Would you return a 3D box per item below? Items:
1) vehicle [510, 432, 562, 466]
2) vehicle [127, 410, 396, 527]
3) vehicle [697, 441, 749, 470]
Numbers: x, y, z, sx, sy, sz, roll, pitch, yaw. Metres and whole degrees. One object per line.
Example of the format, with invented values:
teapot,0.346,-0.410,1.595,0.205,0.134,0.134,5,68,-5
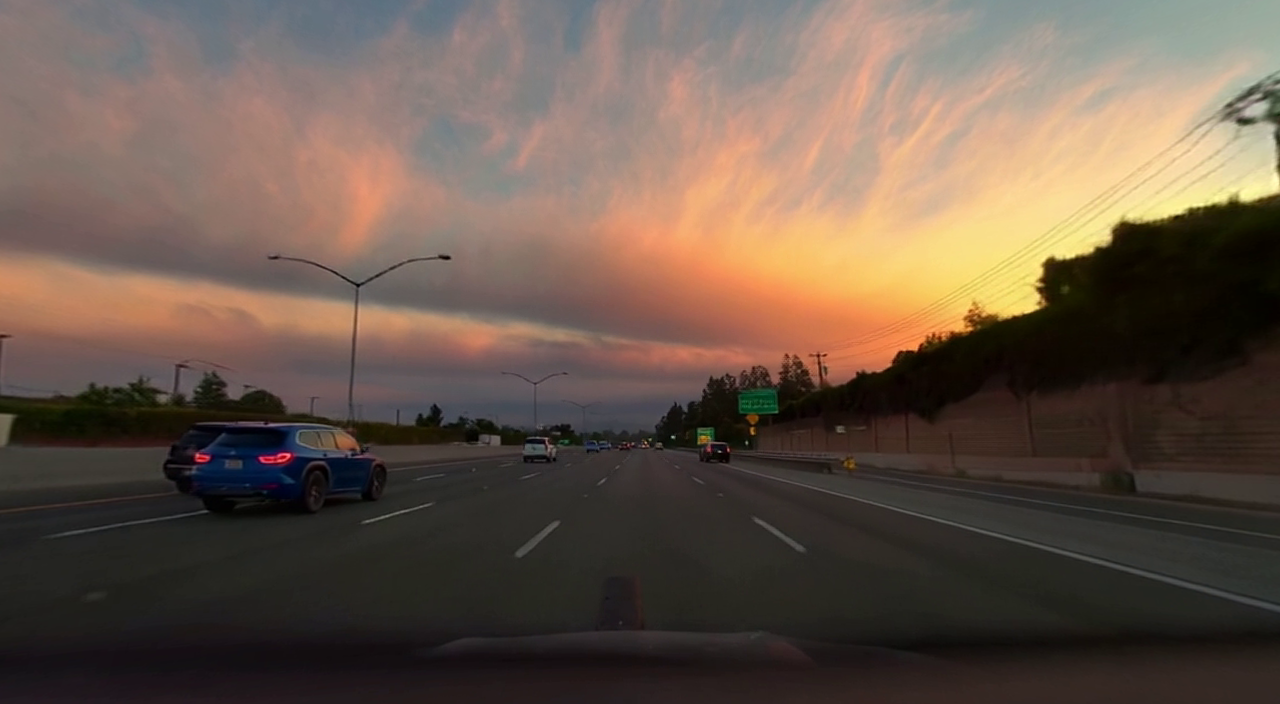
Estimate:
vehicle,-6.225,5.881,38.223,2.255,1.934,4.868,0,-9,1
vehicle,-6.487,2.070,11.642,2.058,1.698,4.567,0,-9,1
vehicle,4.535,5.768,35.272,2.251,1.520,4.550,1,-9,-1
